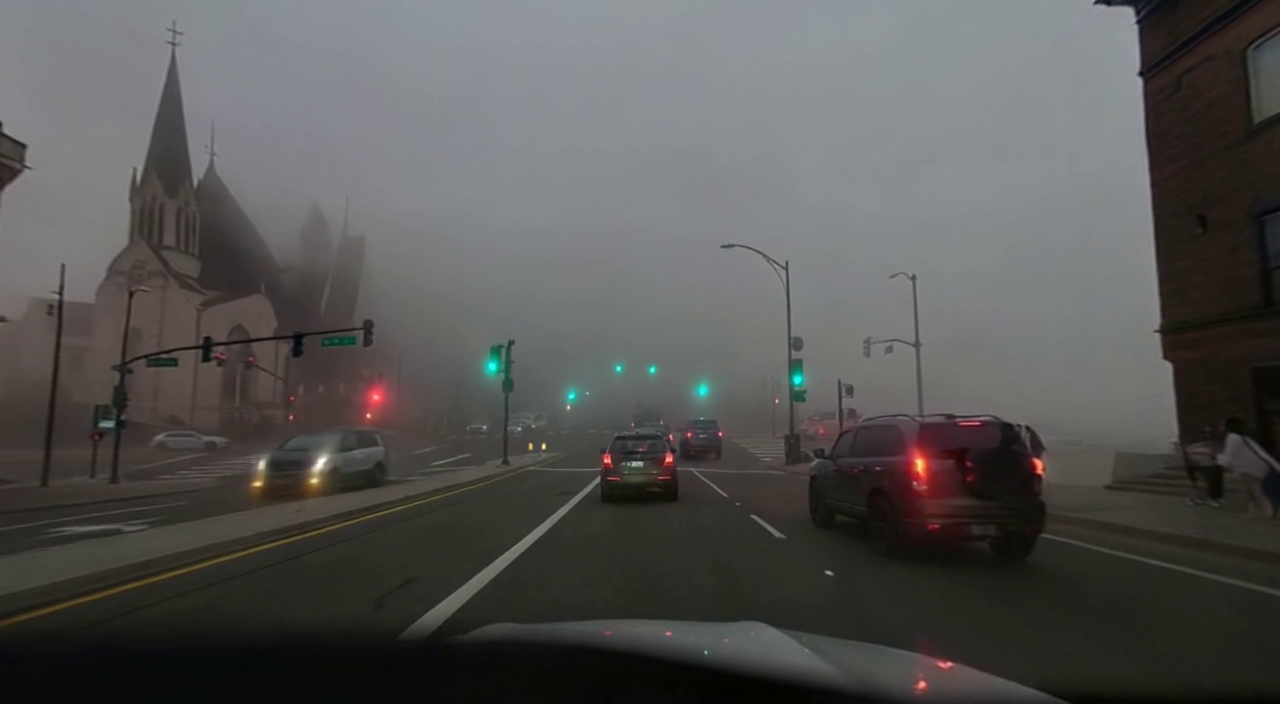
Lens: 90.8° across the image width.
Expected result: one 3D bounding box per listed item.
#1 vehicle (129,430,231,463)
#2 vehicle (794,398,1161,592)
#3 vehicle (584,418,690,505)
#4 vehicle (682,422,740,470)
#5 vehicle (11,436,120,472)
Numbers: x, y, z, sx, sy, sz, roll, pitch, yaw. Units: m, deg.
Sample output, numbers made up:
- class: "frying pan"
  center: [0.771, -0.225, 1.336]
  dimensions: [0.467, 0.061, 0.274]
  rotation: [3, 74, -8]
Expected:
- class: "vehicle"
  center: [-29.879, 6.131, 41.159]
  dimensions: [4.955, 1.828, 2.268]
  rotation: [-1, -3, -2]
- class: "vehicle"
  center: [3.638, 1.638, 8.120]
  dimensions: [2.080, 1.735, 4.650]
  rotation: [0, -8, -1]
- class: "vehicle"
  center: [0.027, 2.575, 15.141]
  dimensions: [2.168, 1.776, 4.135]
  rotation: [-1, -8, 3]
- class: "vehicle"
  center: [3.651, 4.889, 33.505]
  dimensions: [2.228, 1.922, 5.335]
  rotation: [5, -4, -1]
- class: "vehicle"
  center: [-34.232, 6.064, 37.722]
  dimensions: [4.551, 1.784, 2.121]
  rotation: [0, 0, -1]
